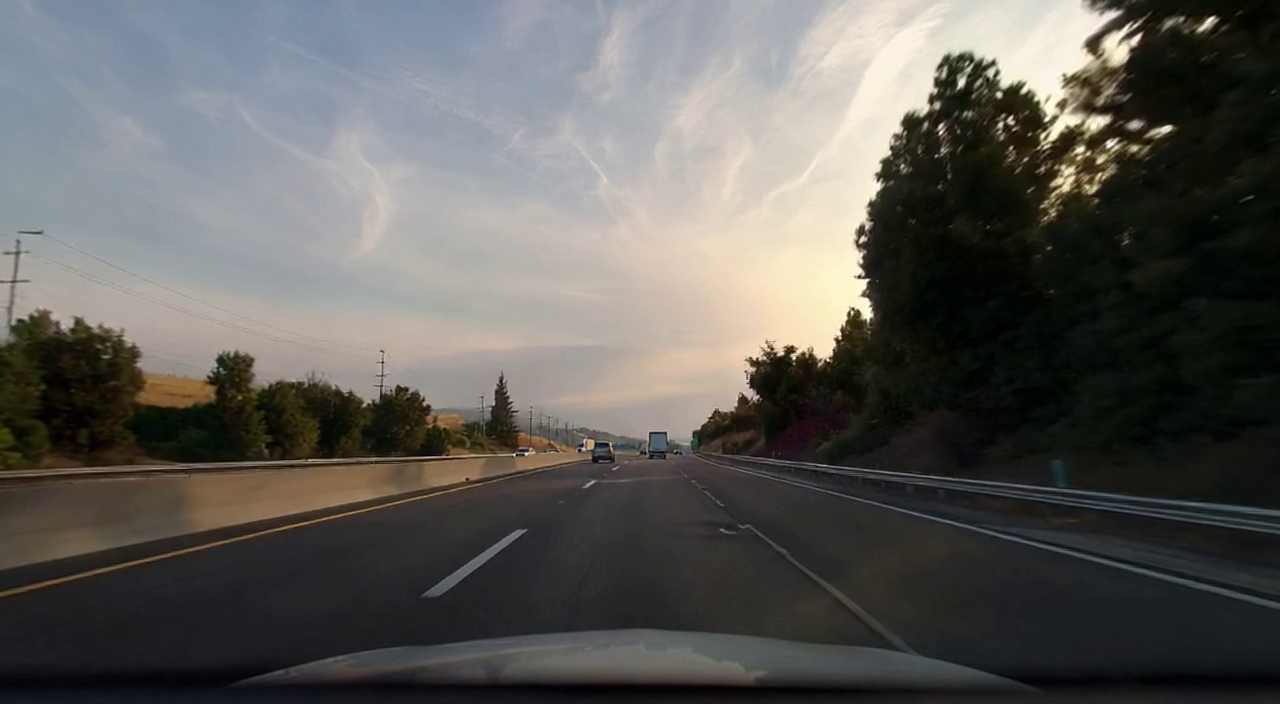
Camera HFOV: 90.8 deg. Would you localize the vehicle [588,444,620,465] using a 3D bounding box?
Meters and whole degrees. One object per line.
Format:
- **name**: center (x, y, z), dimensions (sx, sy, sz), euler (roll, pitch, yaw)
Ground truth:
- **vehicle**: center (-2.713, 7.888, 48.711), dimensions (2.113, 1.559, 4.166), euler (0, -9, 2)
